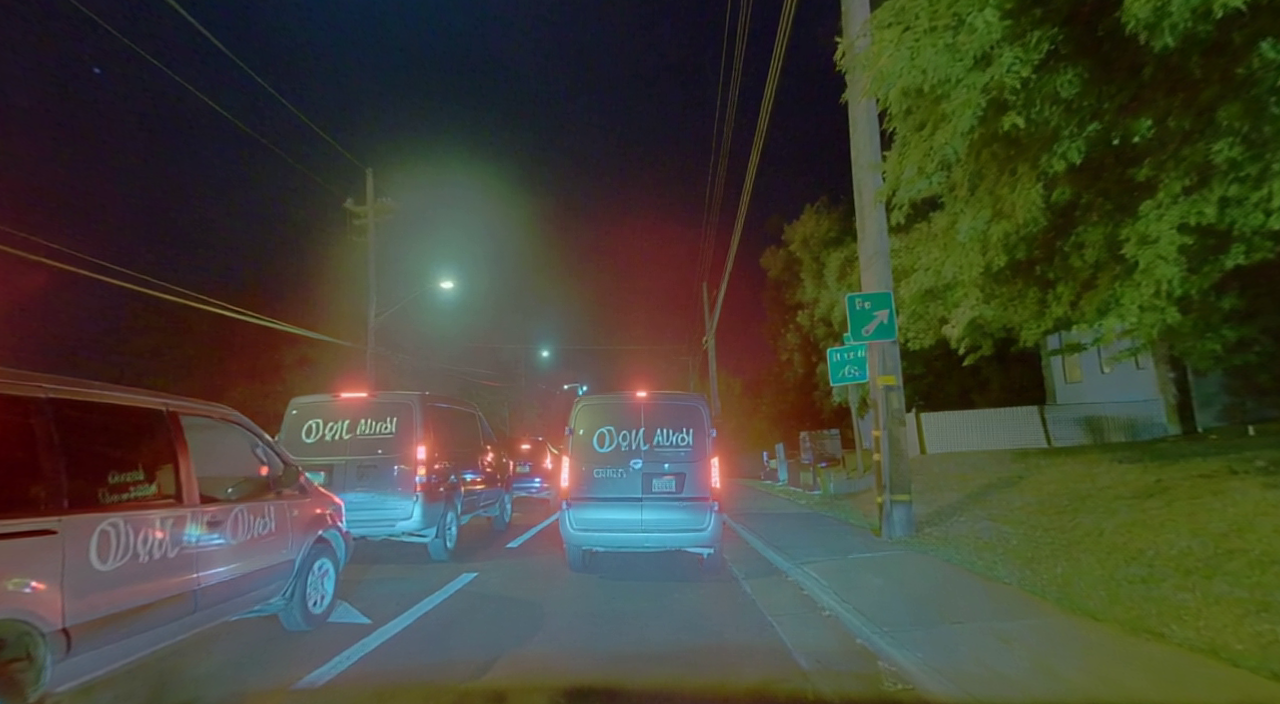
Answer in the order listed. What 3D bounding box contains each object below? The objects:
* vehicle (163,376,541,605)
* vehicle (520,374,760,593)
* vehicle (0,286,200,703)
[{"bbox_3d":[-2.754,1.477,7.610,2.109,1.851,4.749,-1,-8,3],"label":"vehicle"},{"bbox_3d":[0.109,1.461,7.697,2.117,1.911,4.095,-1,-8,3],"label":"vehicle"},{"bbox_3d":[-3.107,0.452,0.245,2.160,1.796,4.997,0,-8,1],"label":"vehicle"}]
